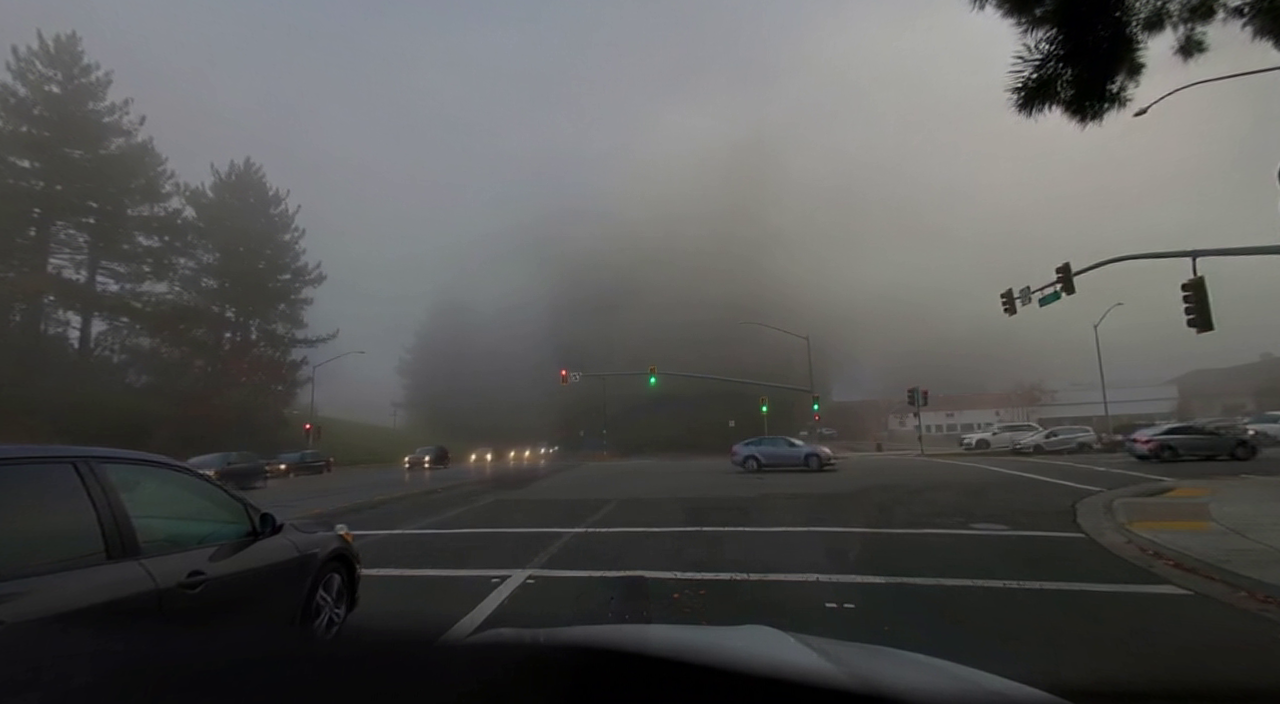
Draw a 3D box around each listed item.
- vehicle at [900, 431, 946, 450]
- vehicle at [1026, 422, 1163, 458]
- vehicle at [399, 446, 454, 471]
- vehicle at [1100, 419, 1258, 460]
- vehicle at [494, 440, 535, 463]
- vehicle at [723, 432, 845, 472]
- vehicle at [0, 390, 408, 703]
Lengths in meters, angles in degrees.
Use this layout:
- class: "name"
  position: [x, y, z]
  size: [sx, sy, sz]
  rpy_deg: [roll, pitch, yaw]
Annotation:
- class: "vehicle"
  position: [22.448, 6.993, 49.860]
  size: [1.930, 1.410, 4.313]
  rpy_deg: [-8, -12, 43]
- class: "vehicle"
  position: [19.902, 3.861, 27.729]
  size: [4.552, 1.492, 2.002]
  rpy_deg: [0, -9, -4]
- class: "vehicle"
  position: [-14.003, 6.986, 41.537]
  size: [1.935, 1.554, 3.995]
  rpy_deg: [-1, -8, 5]
- class: "vehicle"
  position: [20.658, 3.382, 24.319]
  size: [4.180, 1.478, 1.986]
  rpy_deg: [0, -8, 1]
- class: "vehicle"
  position: [-9.684, 7.712, 48.982]
  size: [1.905, 1.724, 4.449]
  rpy_deg: [-1, -8, 5]
- class: "vehicle"
  position: [5.706, 3.956, 25.060]
  size: [4.364, 1.450, 1.841]
  rpy_deg: [-4, -9, 26]
- class: "vehicle"
  position: [-2.944, 1.000, 2.830]
  size: [1.924, 1.482, 4.734]
  rpy_deg: [0, -8, 1]
